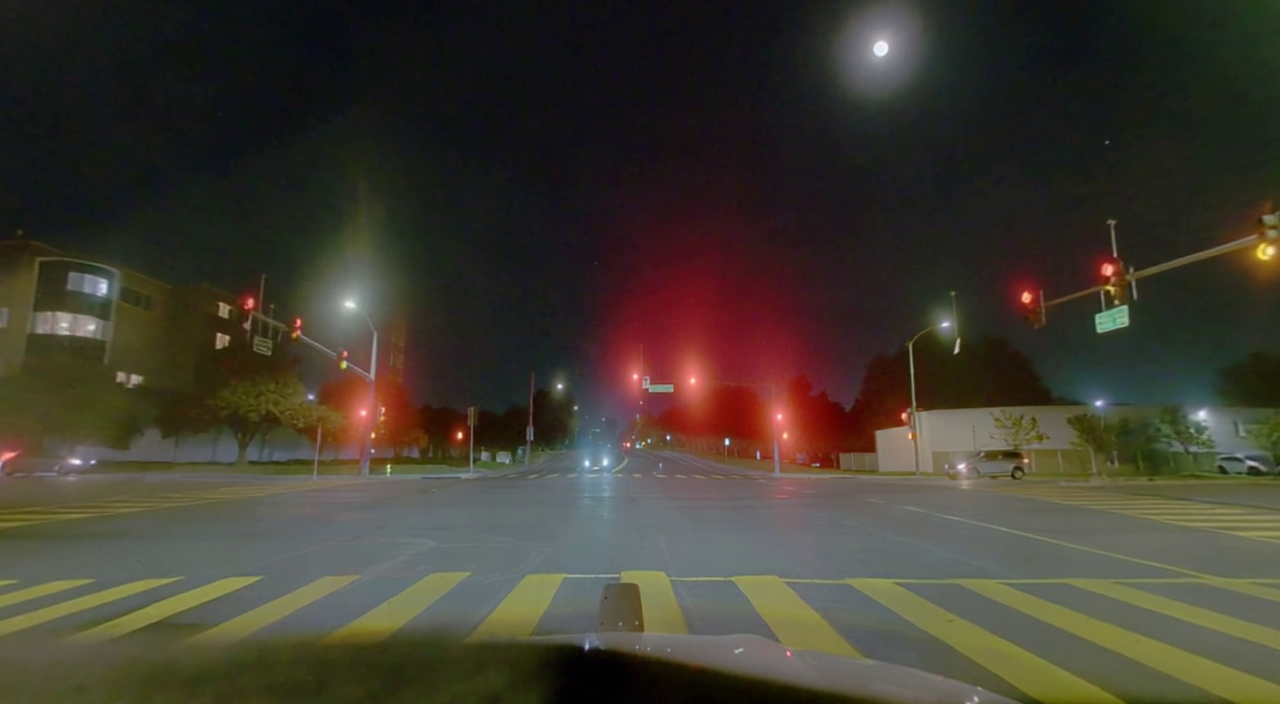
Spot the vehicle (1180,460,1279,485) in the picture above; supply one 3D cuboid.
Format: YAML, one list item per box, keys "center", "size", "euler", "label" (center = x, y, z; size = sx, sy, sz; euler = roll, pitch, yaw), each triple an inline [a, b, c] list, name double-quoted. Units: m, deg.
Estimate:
- center: [36.230, 7.309, 38.301]
  size: [4.976, 1.428, 1.929]
  euler: [0, -8, -2]
  label: "vehicle"

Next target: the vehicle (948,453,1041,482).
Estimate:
- center: [21.100, 6.872, 37.586]
  size: [4.447, 1.623, 1.801]
  euler: [0, -9, -3]
  label: "vehicle"

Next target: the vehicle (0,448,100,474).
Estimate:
- center: [-35.140, 6.430, 37.189]
  size: [4.741, 1.447, 1.807]
  euler: [0, -9, 0]
  label: "vehicle"

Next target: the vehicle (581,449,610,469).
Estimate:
- center: [-3.455, 8.390, 49.406]
  size: [1.908, 1.441, 4.142]
  euler: [0, -8, 1]
  label: "vehicle"
